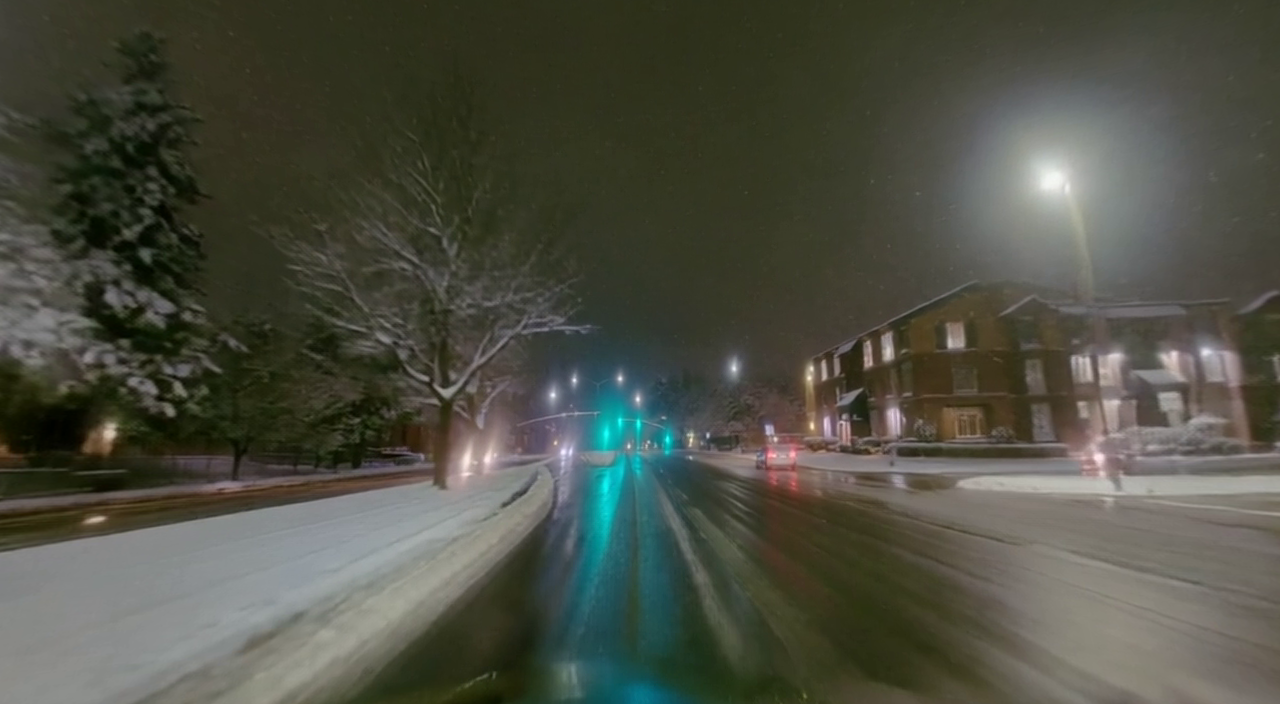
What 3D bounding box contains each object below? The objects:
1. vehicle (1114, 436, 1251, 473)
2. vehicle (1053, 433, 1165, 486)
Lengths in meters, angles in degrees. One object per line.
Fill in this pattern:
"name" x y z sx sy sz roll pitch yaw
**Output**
"vehicle" 25.493 4.813 29.816 1.775 1.592 4.561 7 -11 -41
"vehicle" 16.933 3.888 22.906 2.630 1.808 1.657 -1 -9 3
